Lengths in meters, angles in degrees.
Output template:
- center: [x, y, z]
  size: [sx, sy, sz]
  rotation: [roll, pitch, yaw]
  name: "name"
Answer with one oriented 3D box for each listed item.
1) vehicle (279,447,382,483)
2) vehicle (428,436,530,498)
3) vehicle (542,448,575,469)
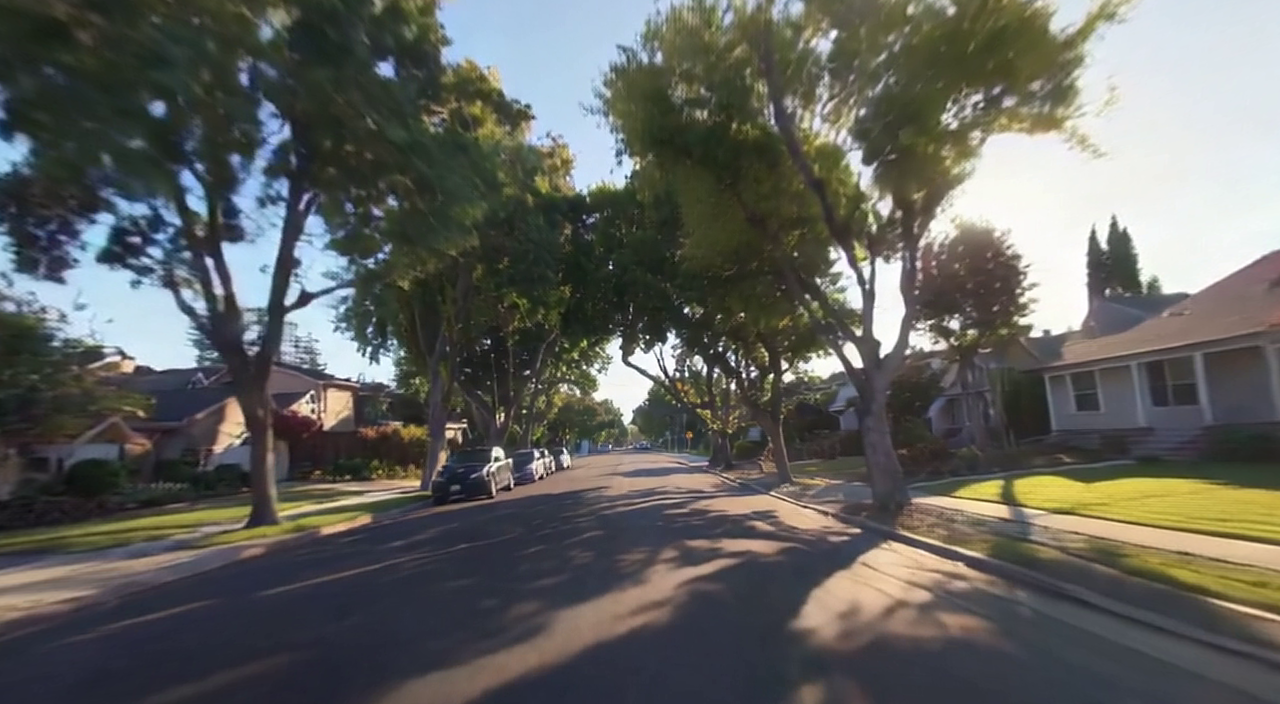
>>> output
- center: [-16.885, 6.148, 34.637]
  size: [4.546, 1.791, 1.992]
  rotation: [-1, -9, -1]
  name: "vehicle"
- center: [-5.589, 4.082, 22.865]
  size: [2.341, 1.886, 5.684]
  rotation: [-1, -9, -1]
  name: "vehicle"
- center: [-5.988, 7.885, 46.915]
  size: [1.901, 1.468, 4.212]
  rotation: [-1, -9, 0]
  name: "vehicle"
